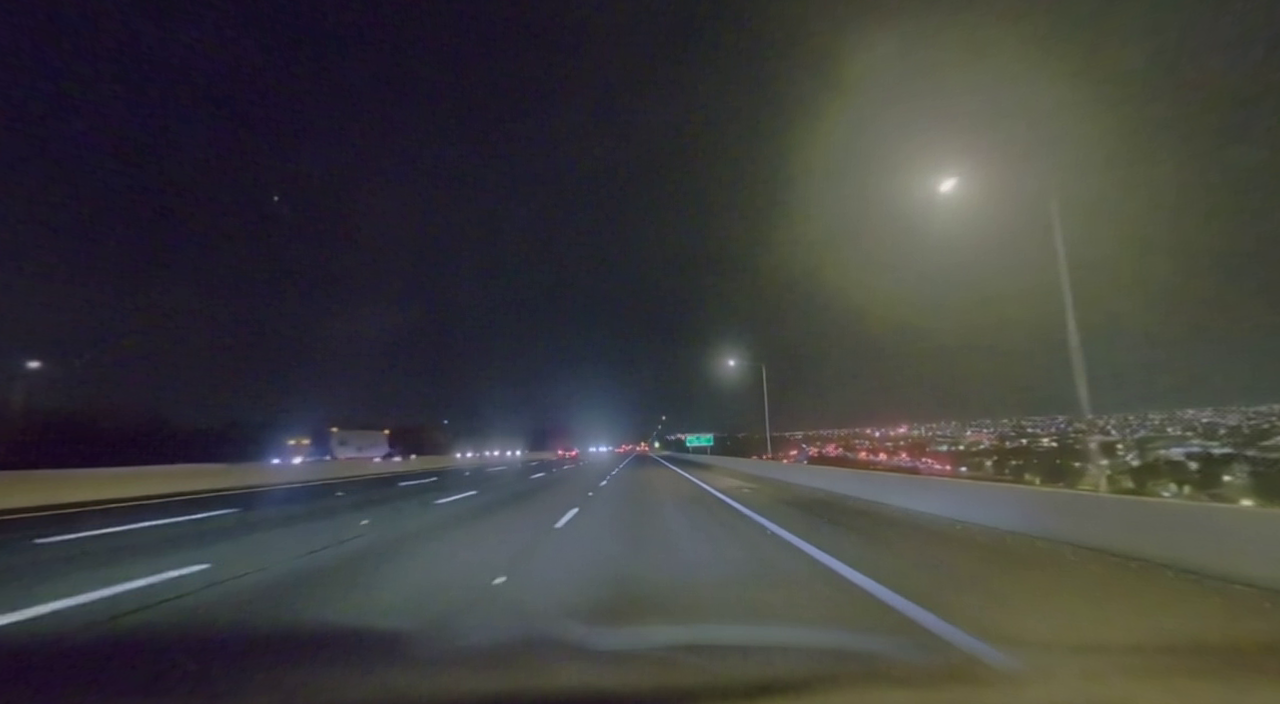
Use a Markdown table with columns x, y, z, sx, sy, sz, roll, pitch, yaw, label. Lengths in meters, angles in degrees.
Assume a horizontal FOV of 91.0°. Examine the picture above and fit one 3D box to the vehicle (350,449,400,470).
| x | y | z | sx | sy | sz | roll | pitch | yaw | label |
| --- | --- | --- | --- | --- | --- | --- | --- | --- | --- |
| -20.588 | 8.356 | 49.040 | 1.992 | 1.481 | 4.283 | 0 | -9 | 1 | vehicle |
